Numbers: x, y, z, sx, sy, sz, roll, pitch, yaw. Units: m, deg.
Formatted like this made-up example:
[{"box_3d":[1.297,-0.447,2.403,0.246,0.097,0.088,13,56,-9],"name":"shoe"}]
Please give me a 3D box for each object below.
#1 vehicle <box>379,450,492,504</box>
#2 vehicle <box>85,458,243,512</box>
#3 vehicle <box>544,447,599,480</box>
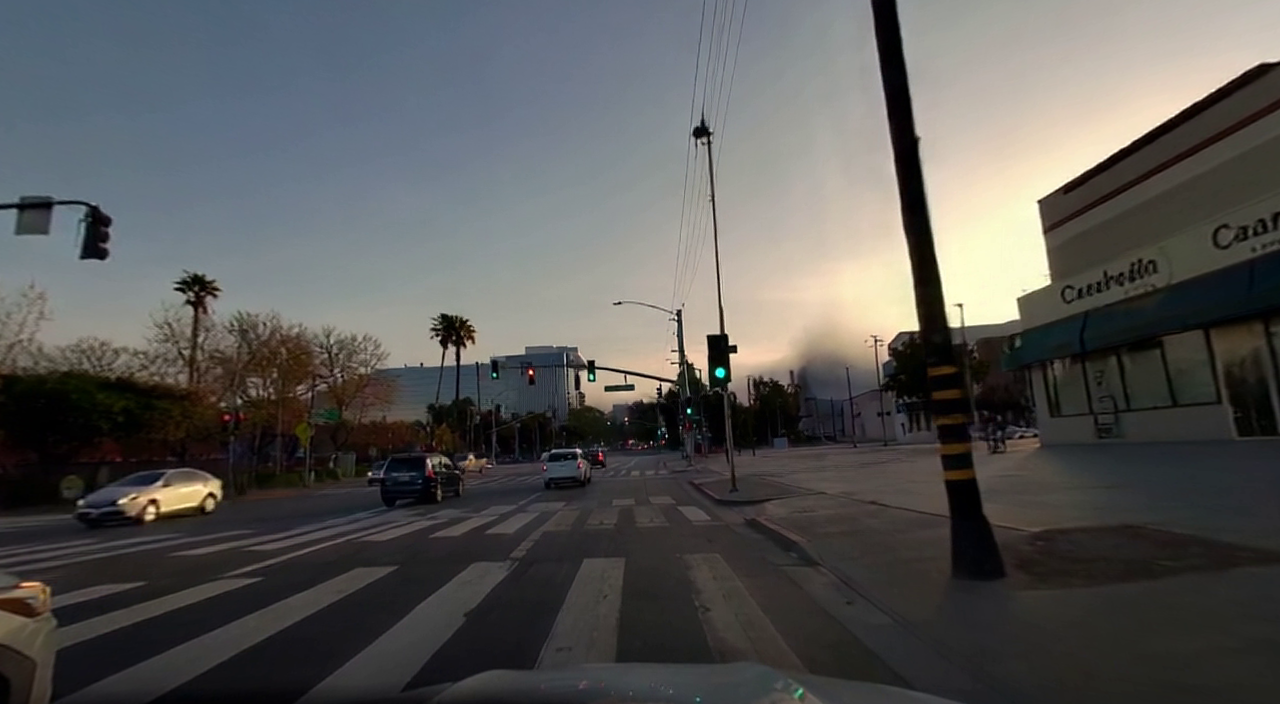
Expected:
[{"box_3d":[-6.308,3.877,20.027,1.960,1.479,4.654,0,-9,1],"name":"vehicle"},{"box_3d":[-15.645,4.465,21.052,1.964,1.485,4.252,-4,-12,0],"name":"vehicle"},{"box_3d":[-3.217,5.345,30.532,2.147,1.472,4.406,0,-9,1],"name":"vehicle"}]
